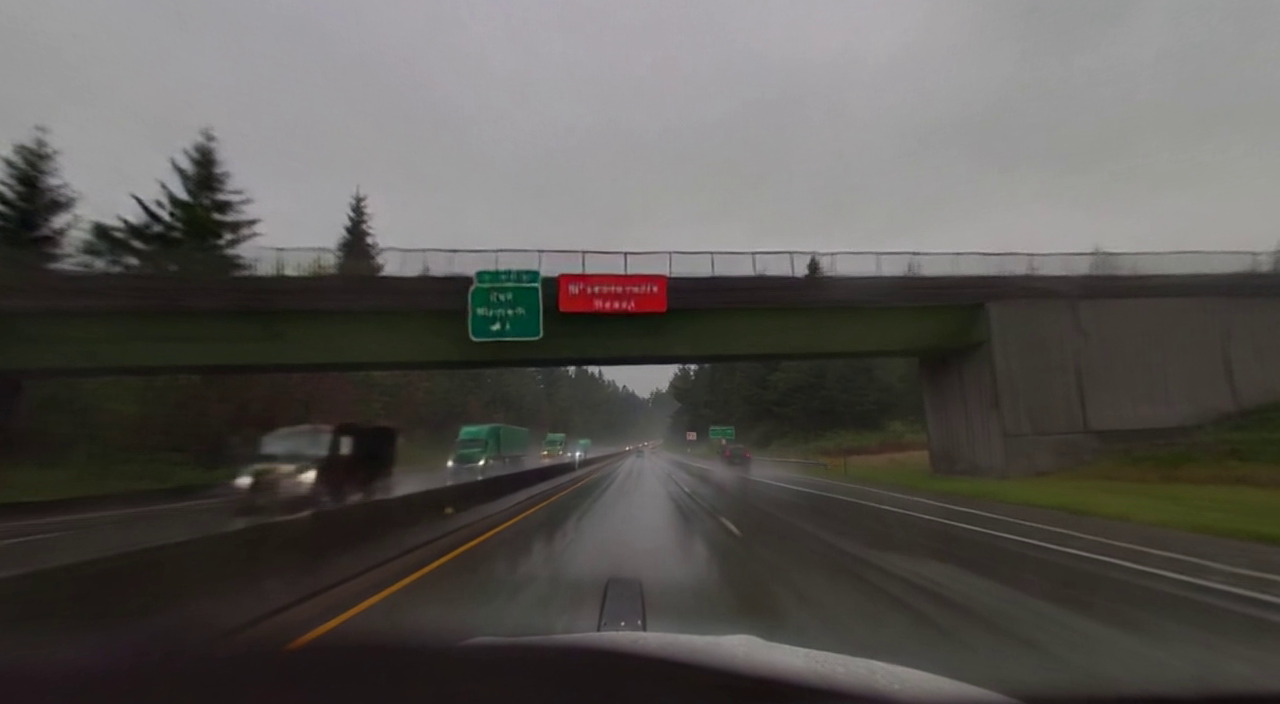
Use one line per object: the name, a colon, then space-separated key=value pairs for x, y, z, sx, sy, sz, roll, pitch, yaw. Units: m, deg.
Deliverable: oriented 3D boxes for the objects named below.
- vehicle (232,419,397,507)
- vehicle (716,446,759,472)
vehicle: x=-10.540 y=3.665 z=21.168 sx=2.275 sy=2.523 sz=5.746 roll=0 pitch=-9 yaw=2
vehicle: x=5.917 y=6.583 z=38.818 sx=1.987 sy=1.473 sz=4.244 roll=0 pitch=-9 yaw=1
